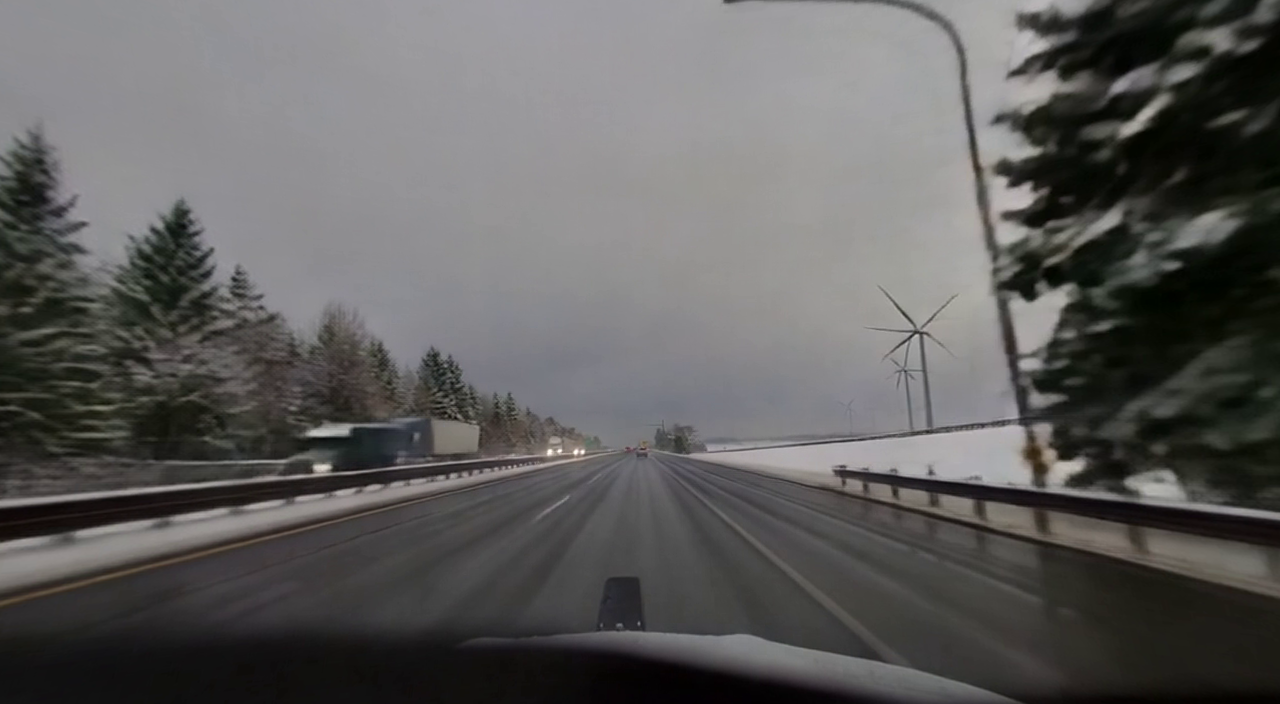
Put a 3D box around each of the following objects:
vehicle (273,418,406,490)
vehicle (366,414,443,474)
[{"bbox_3d":[-12.745,4.433,27.499,2.231,2.700,6.933,-1,-9,1],"label":"vehicle"},{"bbox_3d":[-16.505,6.556,44.716,3.031,3.931,6.017,0,-9,0],"label":"vehicle"}]
